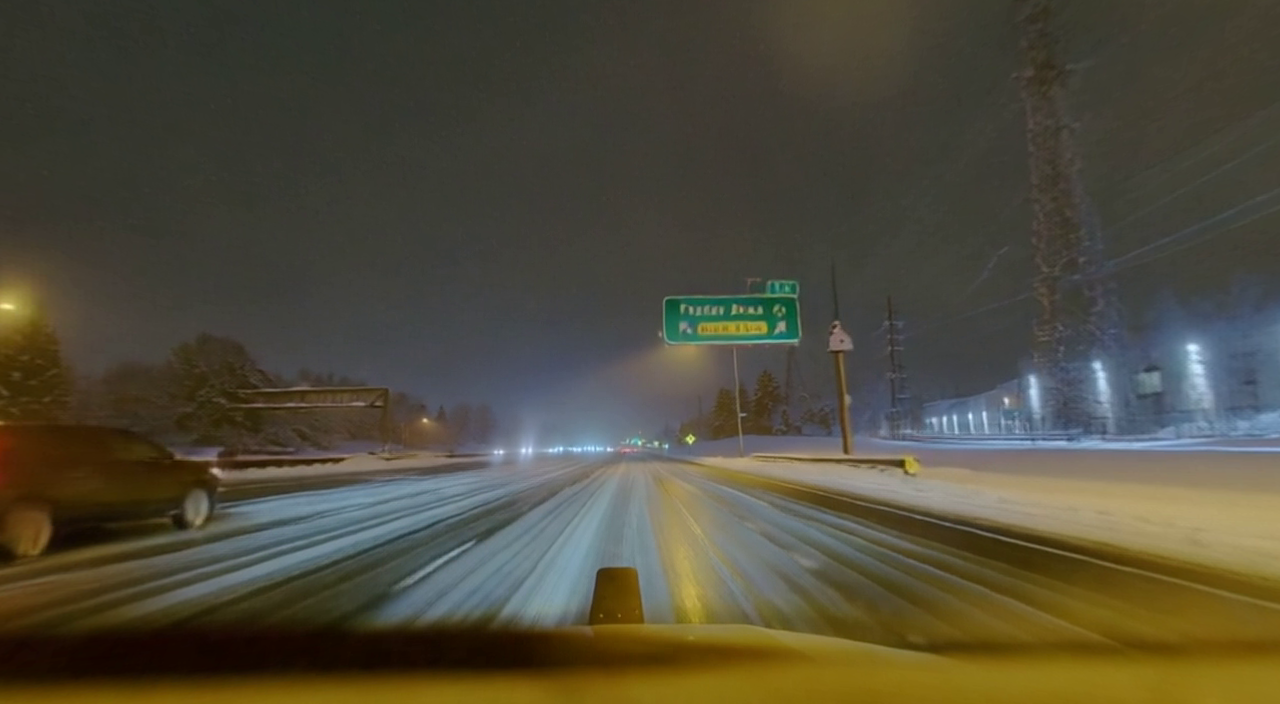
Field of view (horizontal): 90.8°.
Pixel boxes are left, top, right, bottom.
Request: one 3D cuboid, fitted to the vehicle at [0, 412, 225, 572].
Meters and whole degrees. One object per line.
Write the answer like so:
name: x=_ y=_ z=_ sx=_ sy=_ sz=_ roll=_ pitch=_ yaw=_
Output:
vehicle: x=-7.615 y=1.573 z=7.558 sx=2.140 sy=1.626 sz=4.457 roll=0 pitch=-8 yaw=2
